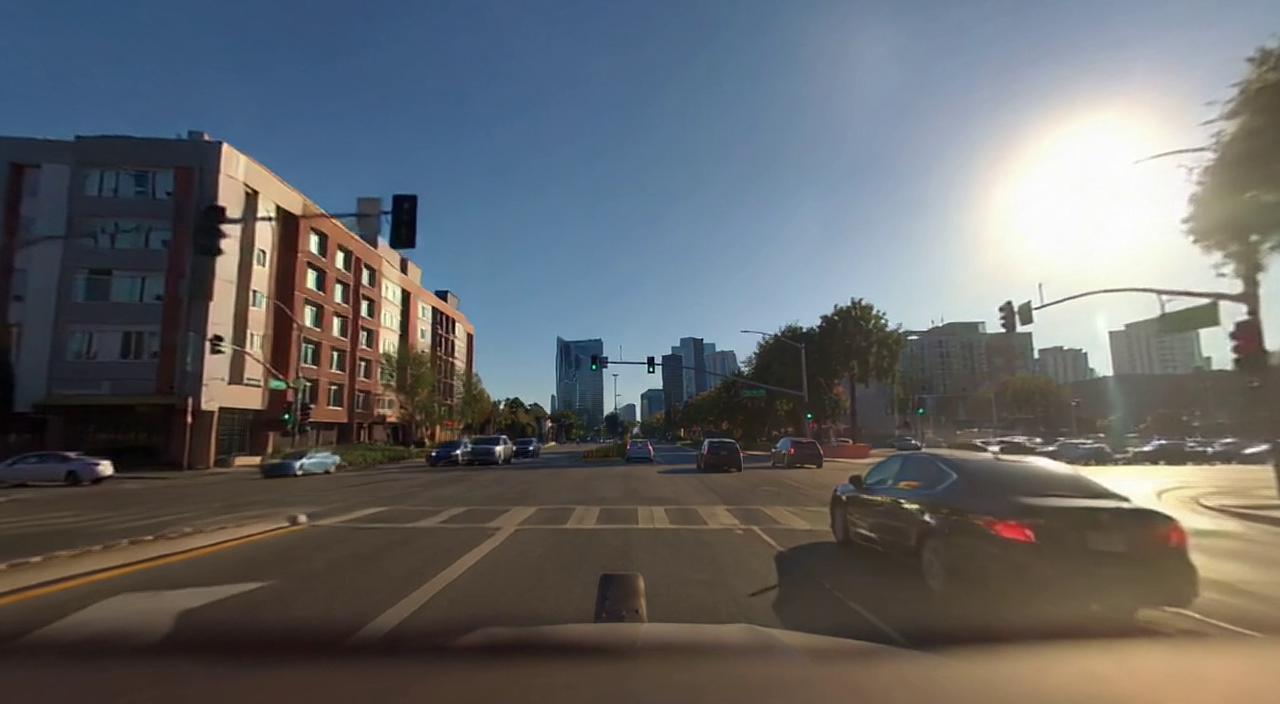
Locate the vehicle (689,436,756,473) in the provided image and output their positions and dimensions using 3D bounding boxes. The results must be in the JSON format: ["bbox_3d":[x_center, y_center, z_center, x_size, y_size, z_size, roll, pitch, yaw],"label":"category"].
[{"bbox_3d":[3.534,4.475,27.901,2.226,1.490,4.593,0,-8,-2],"label":"vehicle"}]

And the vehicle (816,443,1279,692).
[{"bbox_3d":[3.286,1.503,5.707,2.080,1.321,4.382,0,-8,-1],"label":"vehicle"}]

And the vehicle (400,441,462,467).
[{"bbox_3d":[-12.344,6.049,37.660,2.181,1.440,4.253,0,-8,1],"label":"vehicle"}]

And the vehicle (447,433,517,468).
[{"bbox_3d":[-8.538,5.389,34.675,2.590,1.769,4.827,0,-8,1],"label":"vehicle"}]

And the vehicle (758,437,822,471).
[{"bbox_3d":[7.046,4.815,30.183,1.861,1.473,4.393,0,-8,-2],"label":"vehicle"}]

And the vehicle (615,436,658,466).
[{"bbox_3d":[-0.181,5.244,33.556,2.143,1.480,4.006,0,-8,-1],"label":"vehicle"}]

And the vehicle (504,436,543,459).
[{"bbox_3d":[-8.995,7.444,49.269,2.160,1.689,4.451,0,-8,1],"label":"vehicle"}]

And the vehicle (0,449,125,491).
[{"bbox_3d":[-23.502,4.587,24.846,4.751,1.501,2.147,-1,-8,5],"label":"vehicle"}]

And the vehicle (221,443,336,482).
[{"bbox_3d":[-15.359,4.679,27.201,2.144,1.463,4.701,0,-8,1],"label":"vehicle"}]
